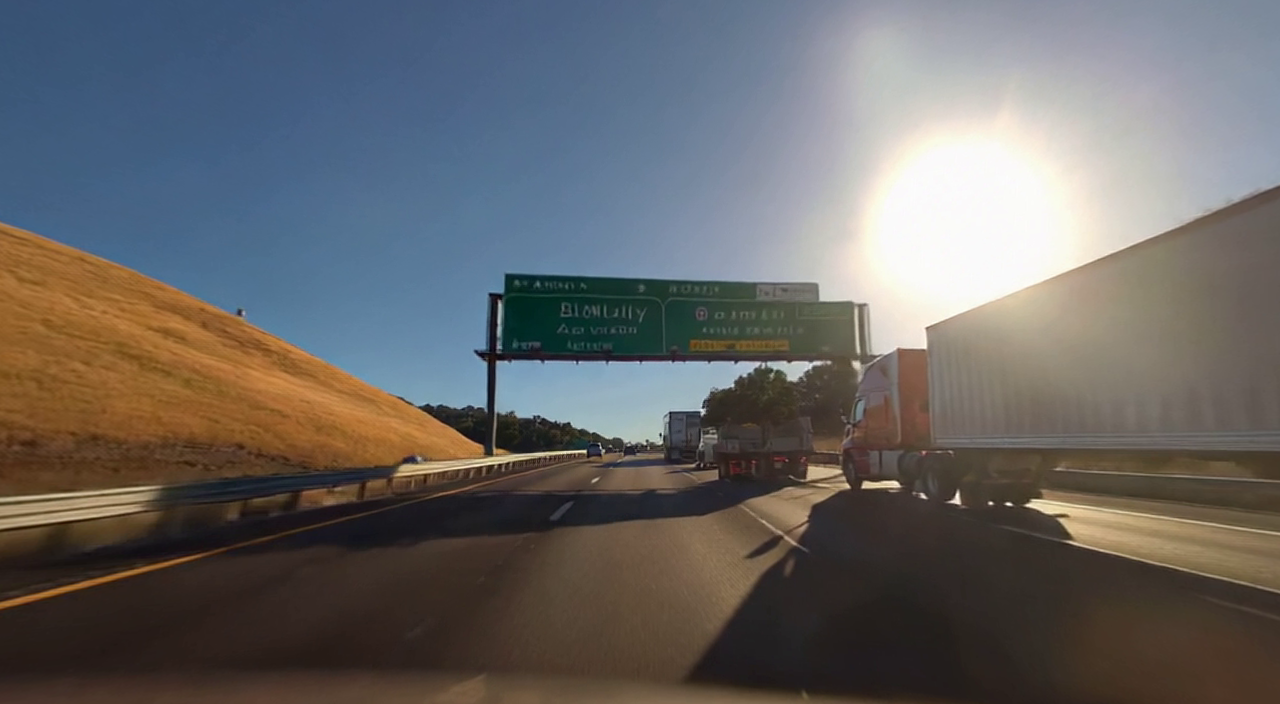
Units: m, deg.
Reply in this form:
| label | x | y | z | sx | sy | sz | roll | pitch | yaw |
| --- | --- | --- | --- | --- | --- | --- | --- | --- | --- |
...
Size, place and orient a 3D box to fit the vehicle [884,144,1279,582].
| label | x | y | z | sx | sy | sz | roll | pitch | yaw |
| --- | --- | --- | --- | --- | --- | --- | --- | --- | --- |
| vehicle | 7.652 | 0.317 | 7.529 | 2.935 | 4.187 | 16.357 | 0 | -9 | 0 |

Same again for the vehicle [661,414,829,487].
| label | x | y | z | sx | sy | sz | roll | pitch | yaw |
| --- | --- | --- | --- | --- | --- | --- | --- | --- | --- |
| vehicle | 3.355 | 3.276 | 21.134 | 5.075 | 2.277 | 2.365 | 0 | -9 | -3 |
